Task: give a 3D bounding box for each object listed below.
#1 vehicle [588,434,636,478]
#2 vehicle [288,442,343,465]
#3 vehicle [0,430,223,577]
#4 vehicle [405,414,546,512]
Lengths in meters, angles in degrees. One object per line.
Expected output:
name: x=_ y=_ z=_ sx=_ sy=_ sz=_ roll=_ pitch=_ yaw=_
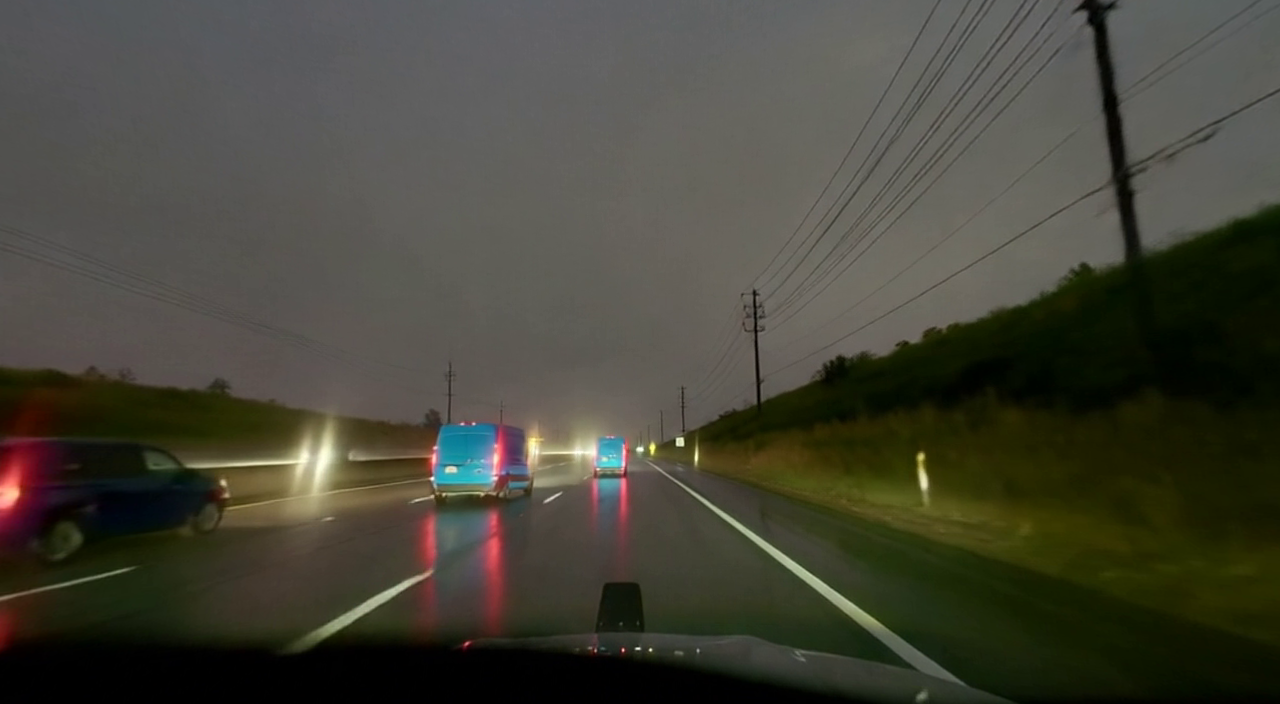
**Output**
vehicle: x=-1.318 y=5.228 z=31.961 sx=2.197 sy=2.011 sz=5.130 roll=0 pitch=-9 yaw=0
vehicle: x=-23.703 y=7.428 z=46.221 sx=1.975 sy=1.596 sz=3.990 roll=0 pitch=-9 yaw=-1
vehicle: x=-7.769 y=1.782 z=7.777 sx=1.975 sy=1.540 sz=4.759 roll=0 pitch=-9 yaw=0
vehicle: x=-3.778 y=2.695 z=15.622 sx=2.145 sy=2.010 sz=4.980 roll=0 pitch=-9 yaw=0
